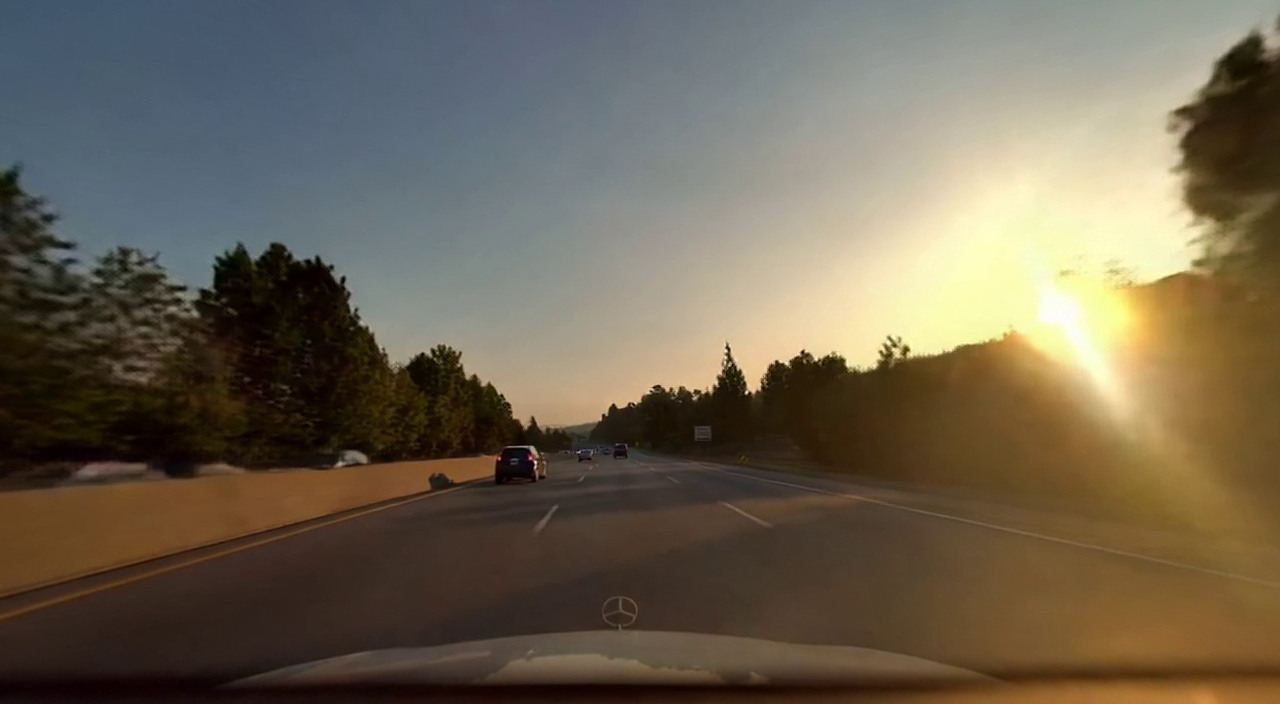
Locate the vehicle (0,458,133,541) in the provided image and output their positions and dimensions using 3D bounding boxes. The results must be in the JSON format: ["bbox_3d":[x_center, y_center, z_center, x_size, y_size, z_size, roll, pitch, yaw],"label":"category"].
[{"bbox_3d":[-13.078,3.000,12.974,1.860,1.507,3.987,0,-9,-2],"label":"vehicle"}]

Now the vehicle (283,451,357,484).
[{"bbox_3d":[-17.698,6.387,34.904,1.929,1.643,4.311,0,-9,-2],"label":"vehicle"}]

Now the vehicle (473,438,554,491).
[{"bbox_3d":[-4.402,3.975,22.529,2.151,1.693,4.201,0,-9,-2],"label":"vehicle"}]
